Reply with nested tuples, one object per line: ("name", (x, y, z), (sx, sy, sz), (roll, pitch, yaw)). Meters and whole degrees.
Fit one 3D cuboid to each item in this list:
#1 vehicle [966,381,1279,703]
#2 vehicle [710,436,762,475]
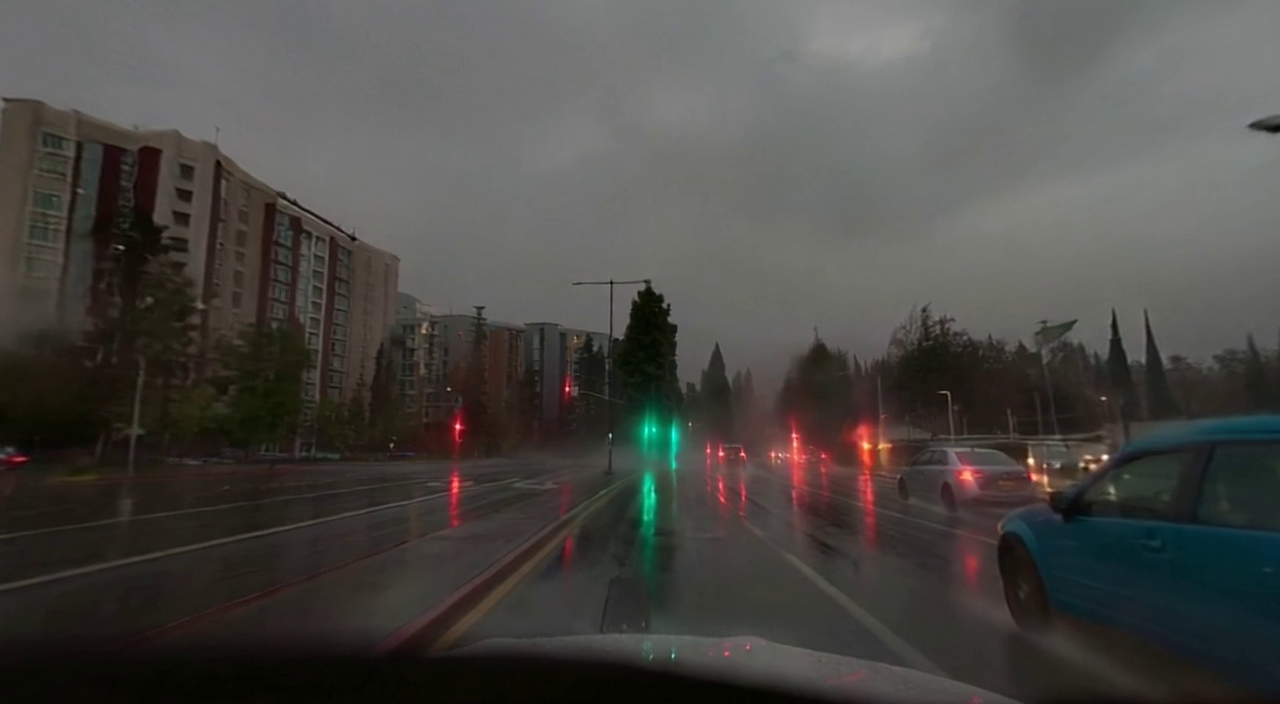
("vehicle", (3.513, 0.998, 2.903), (1.901, 1.634, 3.952), (0, -8, 0))
("vehicle", (4.835, 5.275, 32.347), (2.154, 1.844, 4.634), (0, -8, 3))
